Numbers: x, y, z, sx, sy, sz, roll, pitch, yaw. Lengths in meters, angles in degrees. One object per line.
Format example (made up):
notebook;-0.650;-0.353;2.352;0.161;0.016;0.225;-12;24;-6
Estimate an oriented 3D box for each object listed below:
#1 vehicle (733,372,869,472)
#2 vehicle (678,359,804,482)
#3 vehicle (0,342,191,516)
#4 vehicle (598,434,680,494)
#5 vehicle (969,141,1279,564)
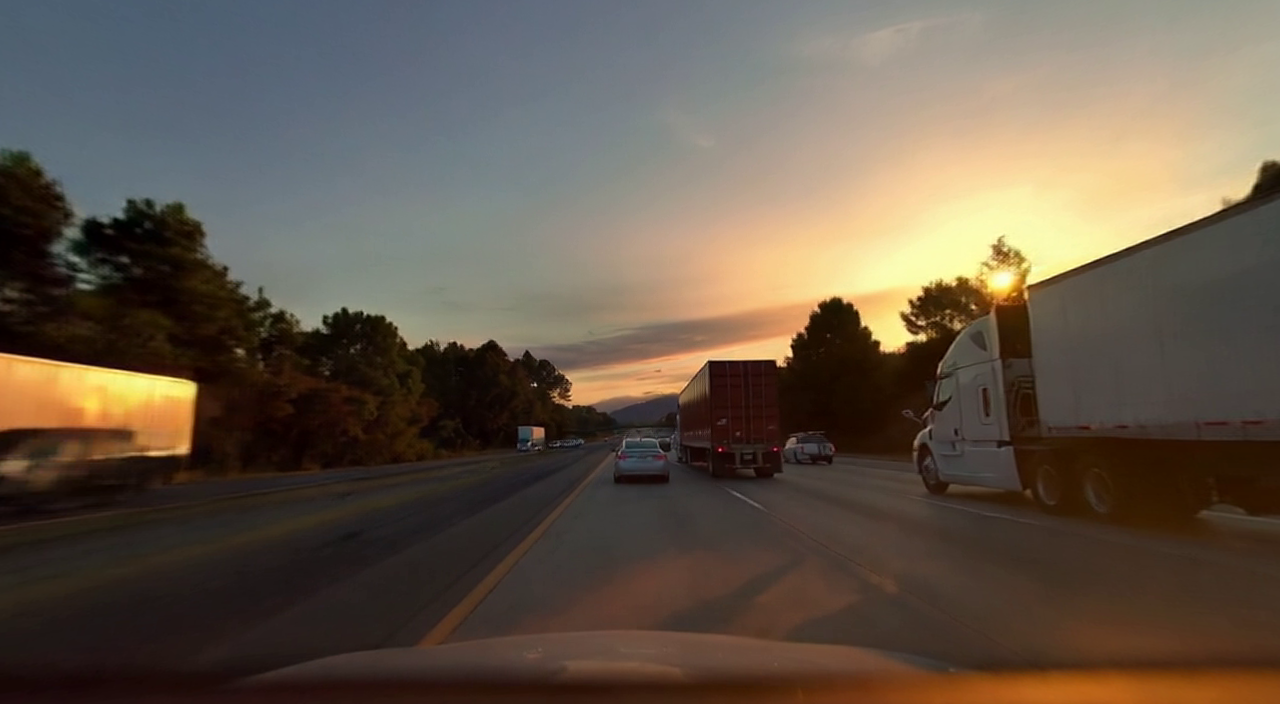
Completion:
vehicle;7.671;3.801;33.044;2.876;4.111;14.145;0;-8;-2
vehicle;3.802;3.203;28.182;2.888;4.099;14.183;0;-8;-2
vehicle;-16.516;1.716;14.078;2.951;4.048;14.085;0;-8;-2
vehicle;-0.077;3.053;17.653;2.038;1.477;3.773;0;-8;-2
vehicle;8.155;-0.187;5.065;3.110;4.308;14.260;0;-8;-1
